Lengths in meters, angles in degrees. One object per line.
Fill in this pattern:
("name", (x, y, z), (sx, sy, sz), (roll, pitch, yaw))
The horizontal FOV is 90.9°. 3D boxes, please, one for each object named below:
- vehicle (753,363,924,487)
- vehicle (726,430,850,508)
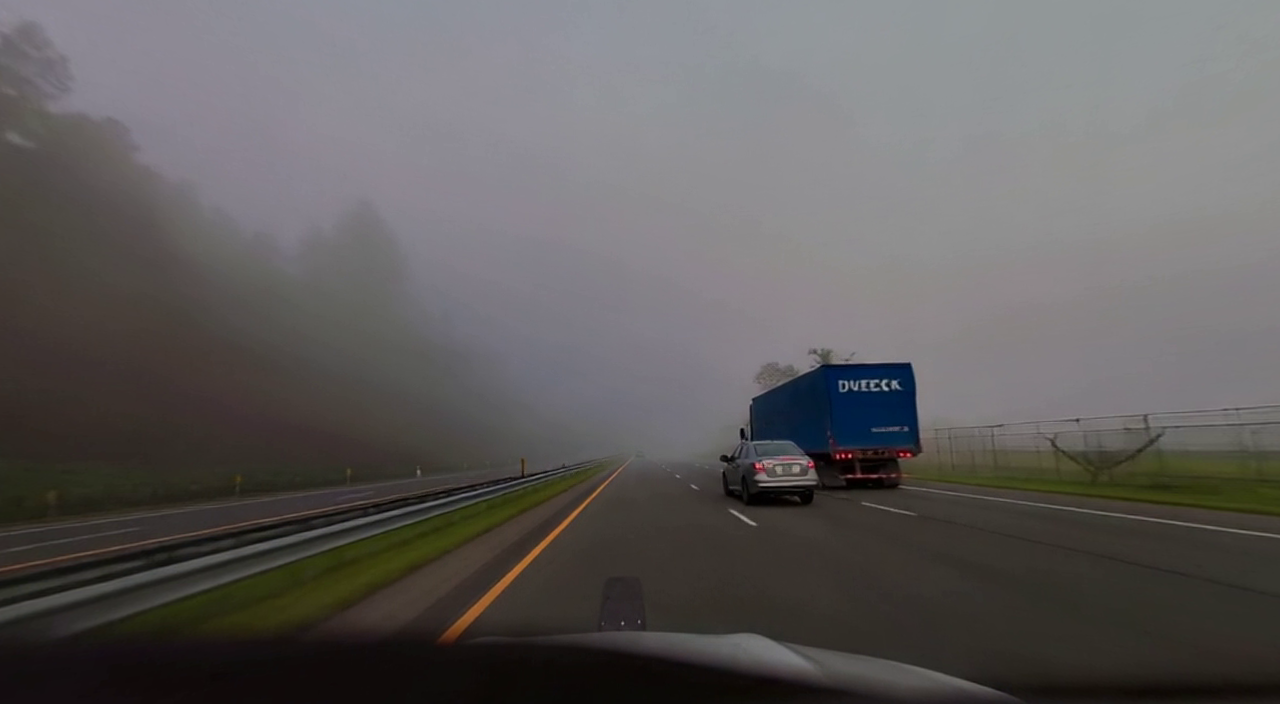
("vehicle", (7.996, 3.545, 28.438), (3.088, 4.217, 14.033), (0, -9, 0))
("vehicle", (3.641, 2.967, 16.361), (2.093, 1.742, 4.167), (0, -9, -1))
